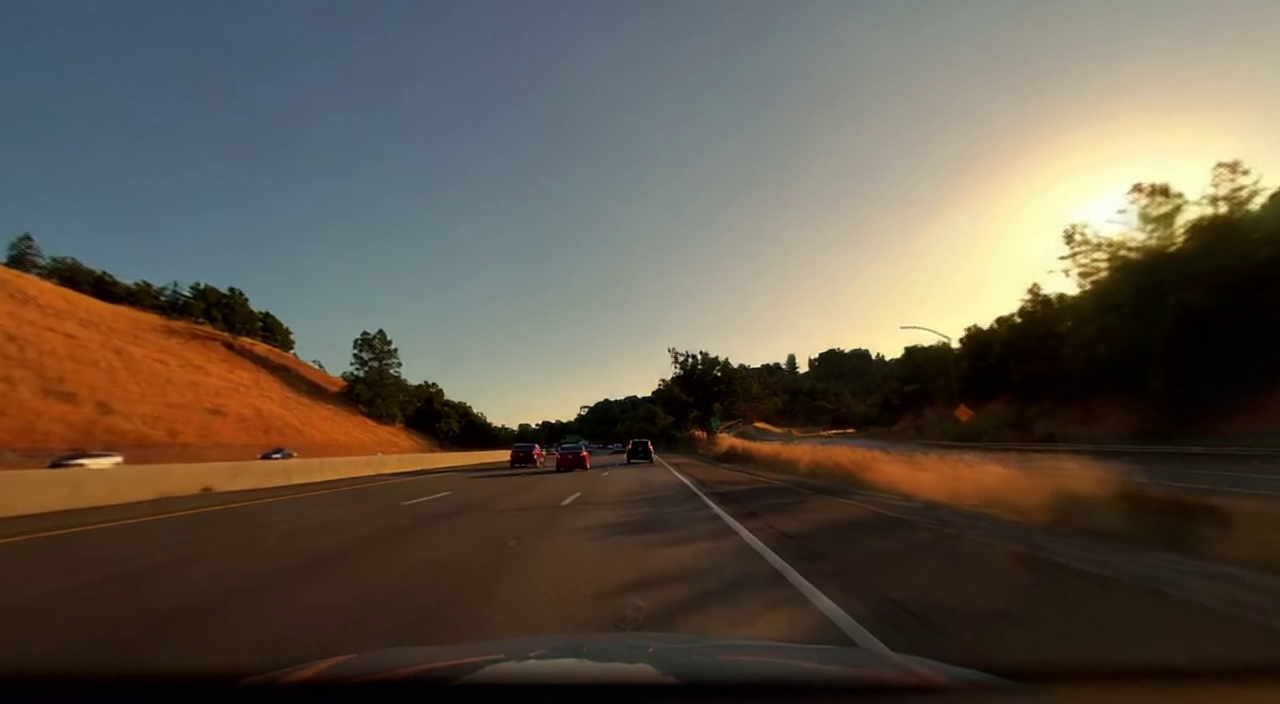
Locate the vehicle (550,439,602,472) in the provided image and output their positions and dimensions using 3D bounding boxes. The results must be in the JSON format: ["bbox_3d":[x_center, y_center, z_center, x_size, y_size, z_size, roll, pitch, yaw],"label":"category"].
[{"bbox_3d":[-3.292,5.457,33.447,2.139,1.589,5.102,0,-8,1],"label":"vehicle"}]

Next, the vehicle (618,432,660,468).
[{"bbox_3d":[-0.042,5.721,36.819,2.309,1.915,5.130,0,-8,0],"label":"vehicle"}]

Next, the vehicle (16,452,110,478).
[{"bbox_3d":[-37.546,7.318,41.201,1.956,1.551,4.516,0,-8,-1],"label":"vehicle"}]

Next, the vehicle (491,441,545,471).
[{"bbox_3d":[-6.779,5.836,35.609,2.009,1.519,4.697,0,-8,1],"label":"vehicle"}]
